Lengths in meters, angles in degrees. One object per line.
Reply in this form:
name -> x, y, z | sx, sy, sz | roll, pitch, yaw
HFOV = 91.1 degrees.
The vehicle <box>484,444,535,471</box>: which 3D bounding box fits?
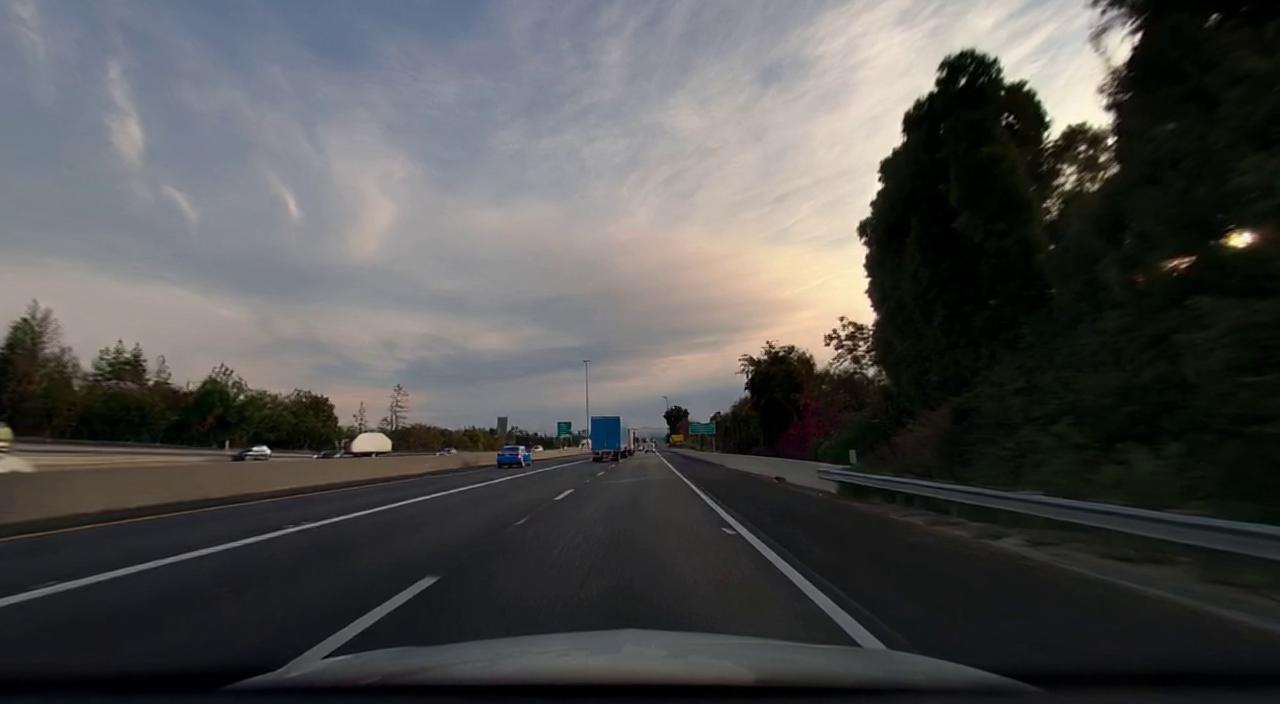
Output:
vehicle -> -7.577, 6.137, 36.936 | 1.901, 1.467, 4.629 | 0, -8, 2
